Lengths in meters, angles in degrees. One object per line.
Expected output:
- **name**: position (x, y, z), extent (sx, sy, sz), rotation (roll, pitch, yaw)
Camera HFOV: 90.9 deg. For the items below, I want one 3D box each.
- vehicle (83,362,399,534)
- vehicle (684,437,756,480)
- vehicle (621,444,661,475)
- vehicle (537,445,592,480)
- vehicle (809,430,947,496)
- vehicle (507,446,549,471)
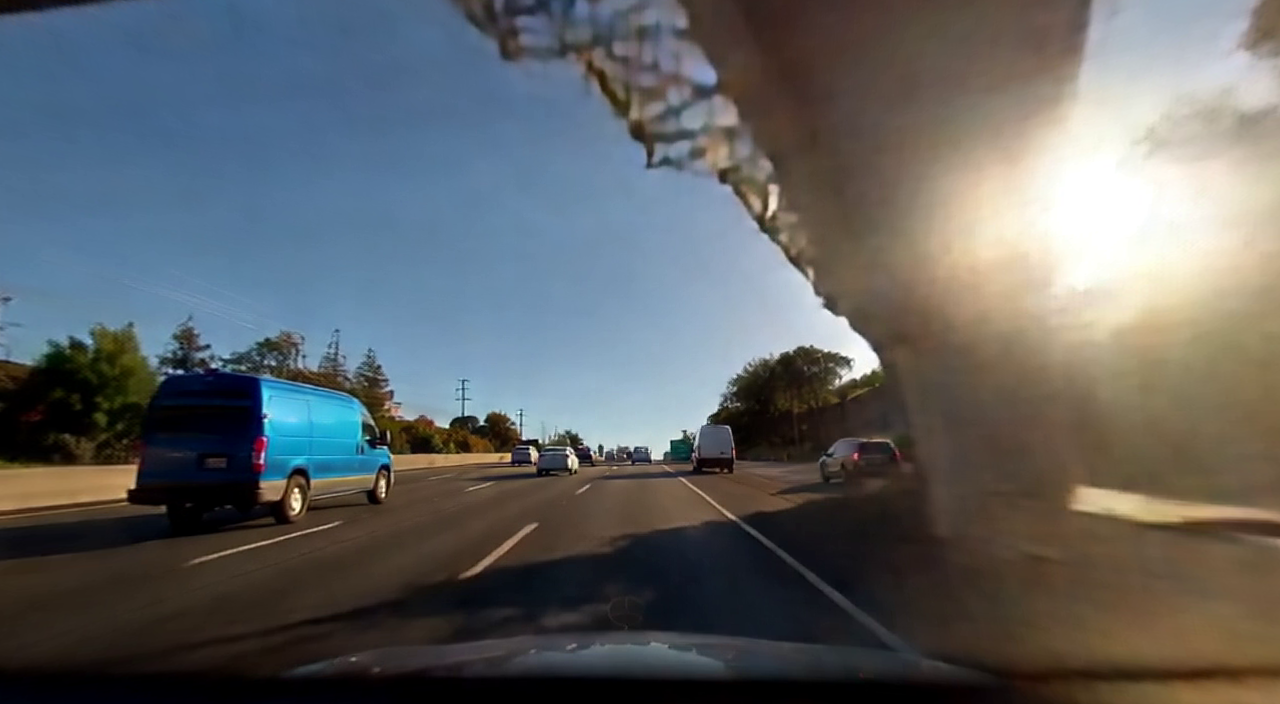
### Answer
- **vehicle**: position (-7.526, 1.978, 13.224), extent (2.336, 2.708, 6.421), rotation (0, -9, 0)
- **vehicle**: position (3.721, 5.140, 30.786), extent (2.777, 1.895, 5.710), rotation (0, -9, 0)
- **vehicle**: position (0.077, 6.022, 35.599), extent (2.115, 1.617, 4.102), rotation (0, -9, 1)
- **vehicle**: position (-3.417, 5.099, 29.355), extent (1.970, 1.483, 4.071), rotation (0, -9, 1)
- **vehicle**: position (7.452, 3.545, 20.593), extent (2.304, 1.840, 5.706), rotation (0, -9, 0)
- **vehicle**: position (-7.525, 7.152, 42.638), extent (1.961, 1.562, 4.301), rotation (0, -9, 1)
